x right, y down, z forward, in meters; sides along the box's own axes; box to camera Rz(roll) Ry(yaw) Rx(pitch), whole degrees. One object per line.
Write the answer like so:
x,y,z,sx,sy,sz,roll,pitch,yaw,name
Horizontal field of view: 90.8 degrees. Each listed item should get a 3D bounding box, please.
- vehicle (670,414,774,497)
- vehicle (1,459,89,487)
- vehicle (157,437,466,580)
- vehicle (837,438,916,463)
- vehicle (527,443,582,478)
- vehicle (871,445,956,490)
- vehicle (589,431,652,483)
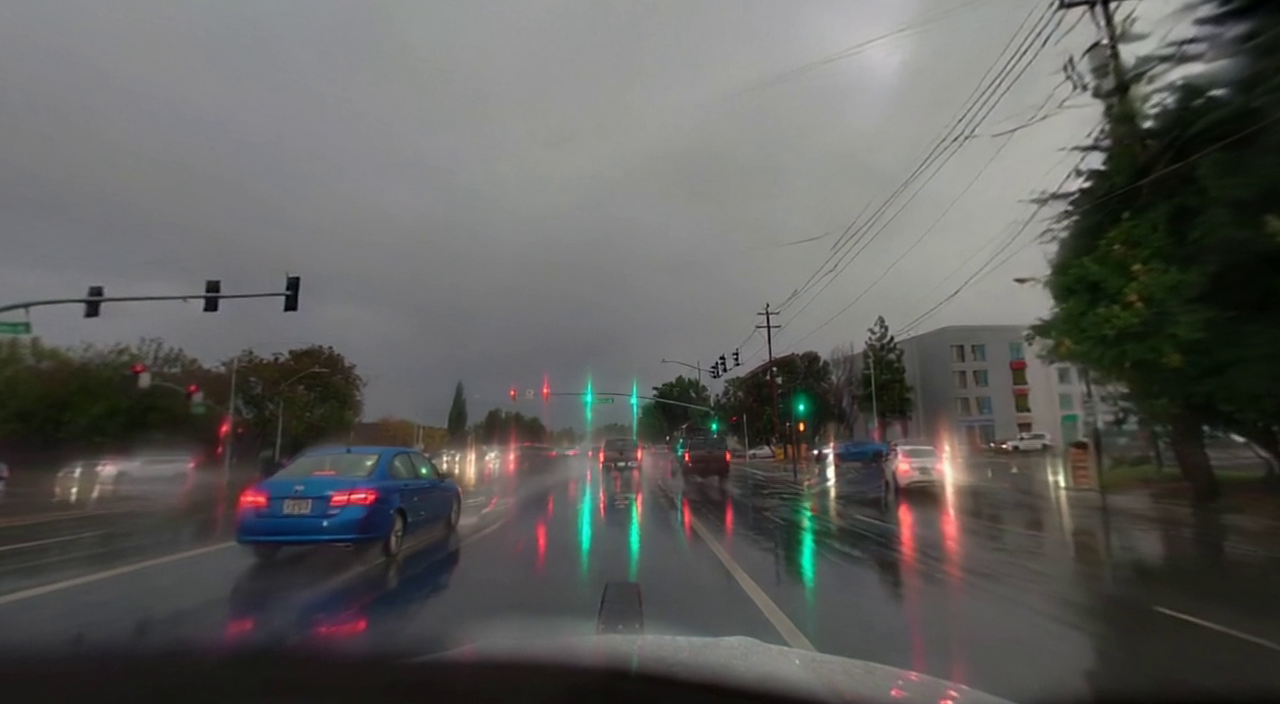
2.819,3.861,23.955,2.905,2.636,6.895,0,-9,-1,vehicle
-43.766,8.863,46.484,4.527,1.966,2.156,-1,-9,7,vehicle
-4.095,1.991,8.974,1.939,1.494,4.499,0,-8,0,vehicle
16.955,7.090,45.401,4.782,1.768,2.152,2,-9,-12,vehicle
-4.433,5.710,33.543,2.273,1.749,4.385,0,-8,1,vehicle
9.711,4.090,22.806,2.212,1.466,4.126,-3,-9,15,vehicle
-0.784,4.849,29.452,2.643,2.145,5.585,0,-8,1,vehicle
